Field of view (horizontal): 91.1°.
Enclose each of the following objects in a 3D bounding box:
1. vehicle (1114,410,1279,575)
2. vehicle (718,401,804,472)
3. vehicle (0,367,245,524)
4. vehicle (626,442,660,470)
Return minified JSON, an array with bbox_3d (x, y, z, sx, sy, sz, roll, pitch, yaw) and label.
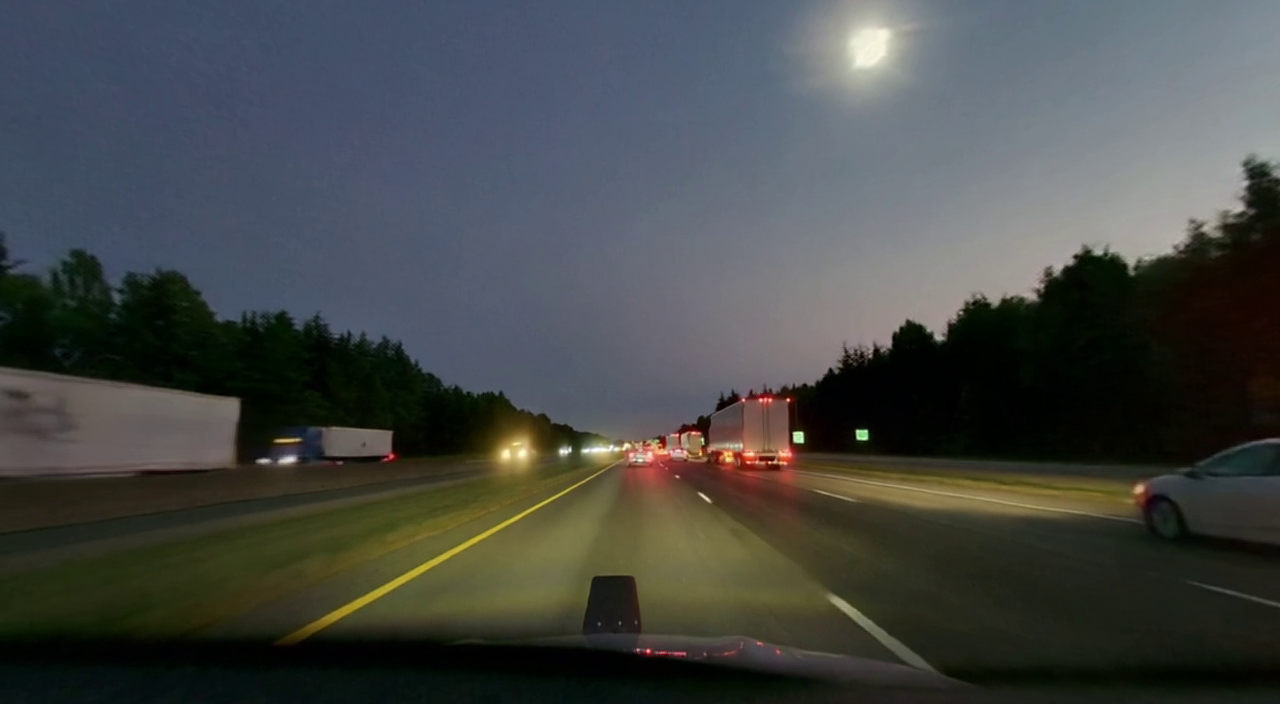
[{"bbox_3d":[7.430,1.363,6.031,2.011,1.638,4.737,0,-9,-1],"label":"vehicle"},{"bbox_3d":[7.874,5.933,43.450,3.044,4.073,14.016,0,-9,0],"label":"vehicle"},{"bbox_3d":[-16.977,3.034,20.422,2.811,4.030,8.188,0,-9,0],"label":"vehicle"},{"bbox_3d":[0.178,6.880,41.802,2.114,1.706,4.106,0,-9,0],"label":"vehicle"}]
